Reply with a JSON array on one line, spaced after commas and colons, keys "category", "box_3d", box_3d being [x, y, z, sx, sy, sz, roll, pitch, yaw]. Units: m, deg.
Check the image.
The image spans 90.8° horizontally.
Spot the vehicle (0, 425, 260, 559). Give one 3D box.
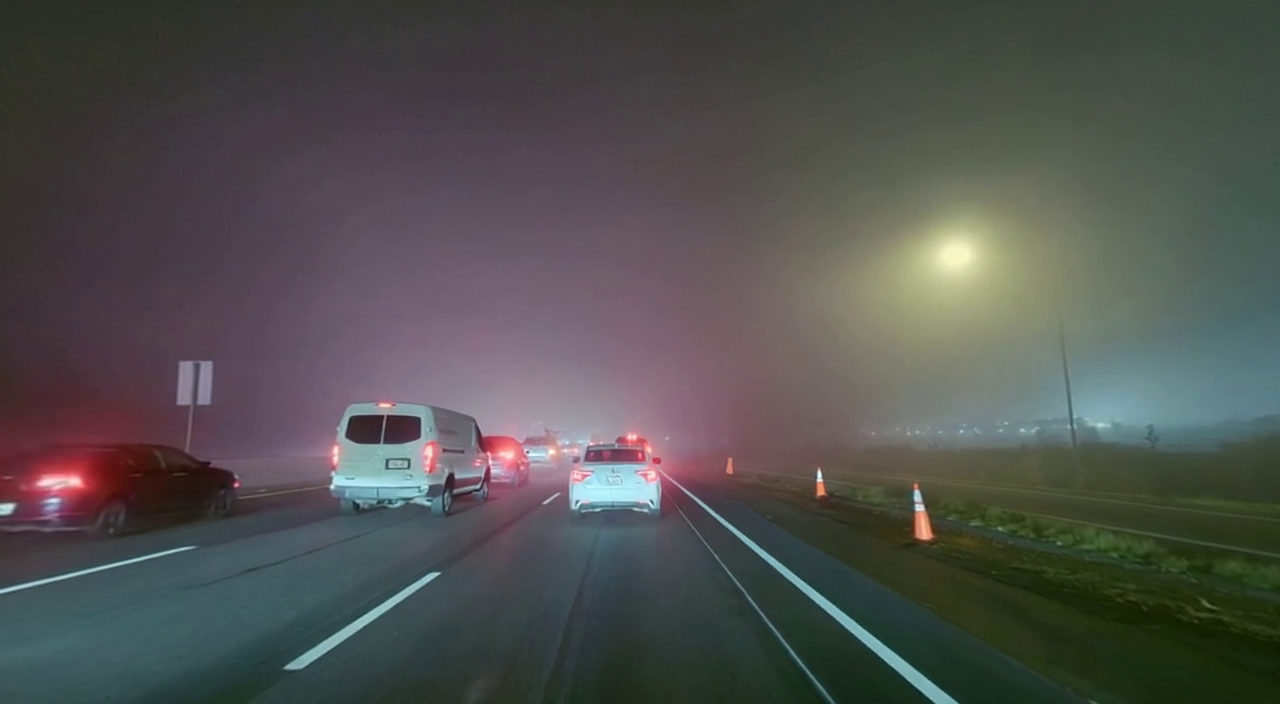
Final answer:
[{"category": "vehicle", "box_3d": [-7.933, 1.911, 9.357, 1.930, 1.506, 4.279, 0, -9, 0]}]

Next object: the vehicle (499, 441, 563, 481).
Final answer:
[{"category": "vehicle", "box_3d": [-4.229, 4.274, 25.034, 1.824, 1.459, 4.007, 0, -9, 0]}]

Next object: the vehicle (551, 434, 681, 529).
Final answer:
[{"category": "vehicle", "box_3d": [-0.426, 2.367, 12.101, 2.069, 1.484, 3.918, 0, -9, -1]}]

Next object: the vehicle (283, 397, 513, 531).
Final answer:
[{"category": "vehicle", "box_3d": [-4.258, 2.130, 12.521, 2.324, 2.012, 5.740, 0, -9, -1]}]
